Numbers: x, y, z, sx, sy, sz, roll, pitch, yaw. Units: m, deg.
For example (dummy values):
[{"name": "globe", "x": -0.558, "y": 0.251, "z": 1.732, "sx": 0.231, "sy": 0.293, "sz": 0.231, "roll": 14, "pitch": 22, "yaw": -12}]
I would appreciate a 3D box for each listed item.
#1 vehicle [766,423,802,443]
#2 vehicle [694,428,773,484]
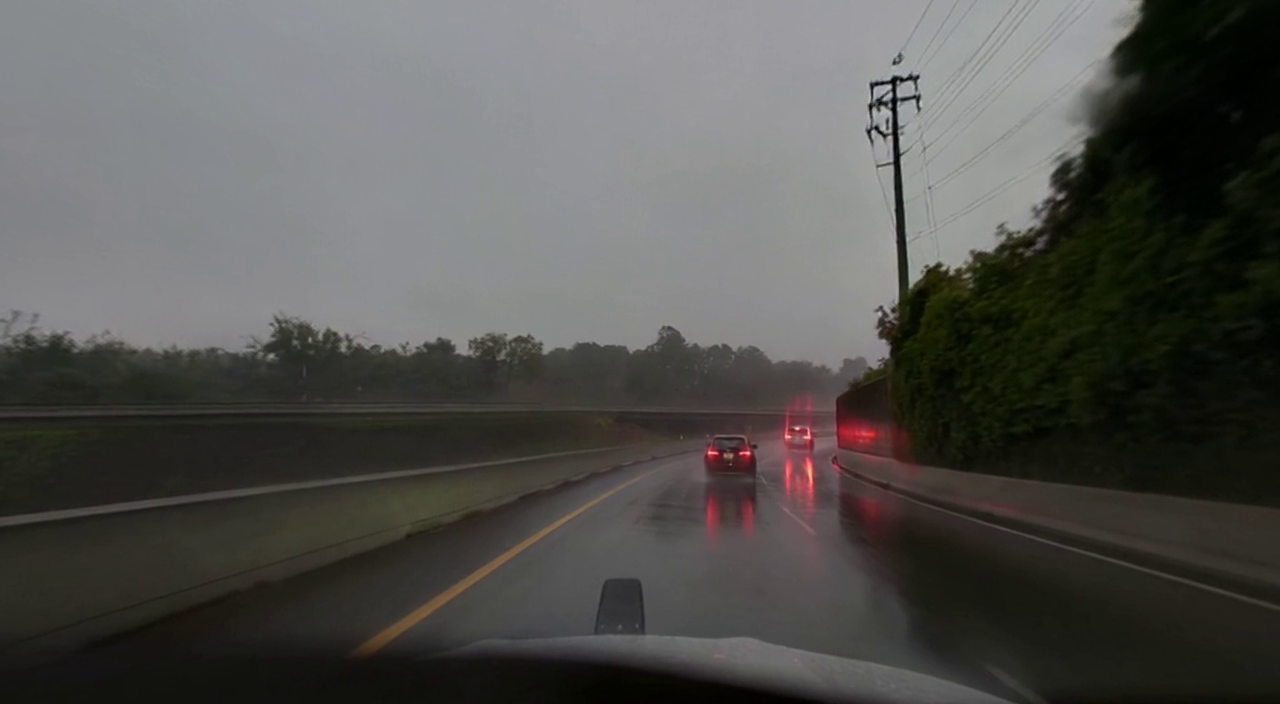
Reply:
[{"name": "vehicle", "x": 11.431, "y": 6.458, "z": 49.771, "sx": 1.931, "sy": 1.485, "sz": 4.191, "roll": -4, "pitch": -9, "yaw": 24}, {"name": "vehicle", "x": 2.831, "y": 3.133, "z": 19.210, "sx": 2.091, "sy": 1.482, "sz": 4.321, "roll": -1, "pitch": -8, "yaw": 8}]
